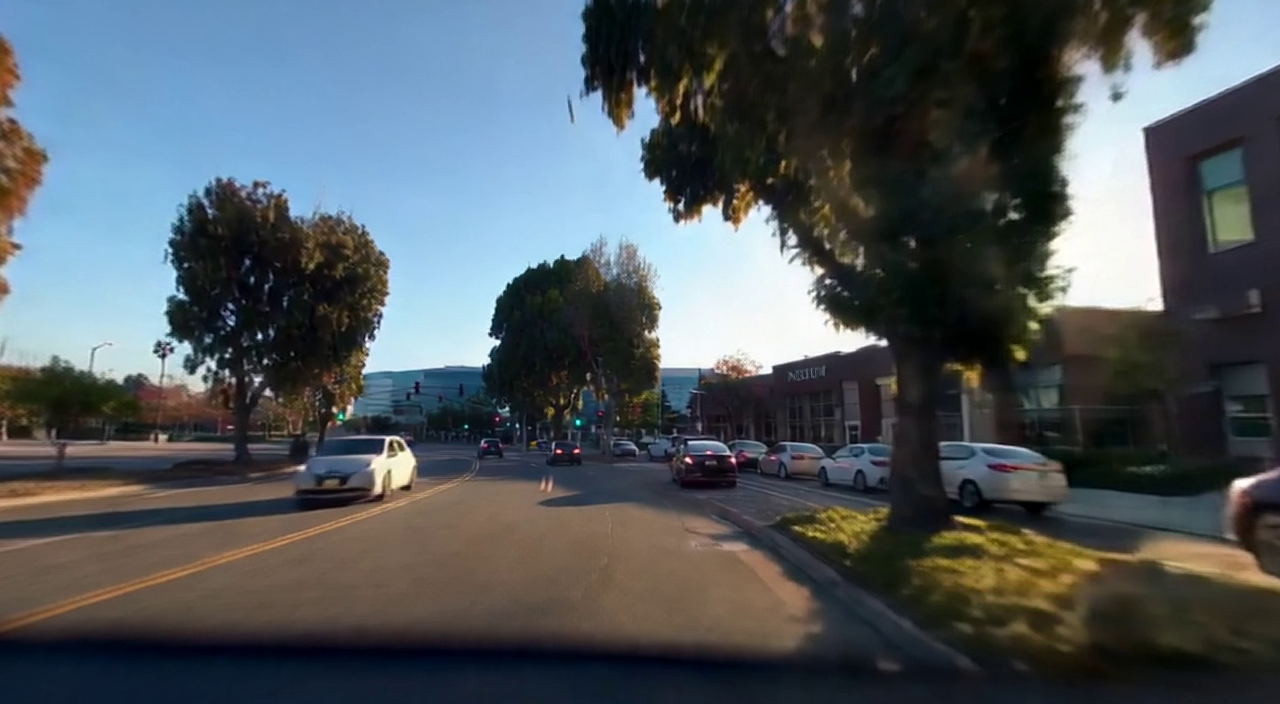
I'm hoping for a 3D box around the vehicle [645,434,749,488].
[{"bbox_3d":[1.619,3.363,19.744,2.280,1.472,4.426,1,-9,-8],"label":"vehicle"}]

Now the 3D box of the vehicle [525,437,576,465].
[{"bbox_3d":[-5.414,5.881,37.608,2.308,1.535,4.811,2,-9,-16],"label":"vehicle"}]

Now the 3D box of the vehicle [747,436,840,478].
[{"bbox_3d":[5.803,4.031,24.408,1.820,1.450,4.408,2,-9,-10],"label":"vehicle"}]

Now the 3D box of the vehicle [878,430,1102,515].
[{"bbox_3d":[7.143,2.497,13.590,1.890,1.488,4.567,1,-8,-5],"label":"vehicle"}]

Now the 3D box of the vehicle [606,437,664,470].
[{"bbox_3d":[-0.325,4.981,31.193,1.984,1.476,4.488,2,-9,-12],"label":"vehicle"}]

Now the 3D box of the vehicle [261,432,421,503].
[{"bbox_3d":[-7.239,2.822,15.885,2.325,1.509,4.340,1,-9,-7],"label":"vehicle"}]

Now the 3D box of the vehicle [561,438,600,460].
[{"bbox_3d":[-4.318,6.953,45.150,1.957,1.463,4.701,2,-9,-15],"label":"vehicle"}]
